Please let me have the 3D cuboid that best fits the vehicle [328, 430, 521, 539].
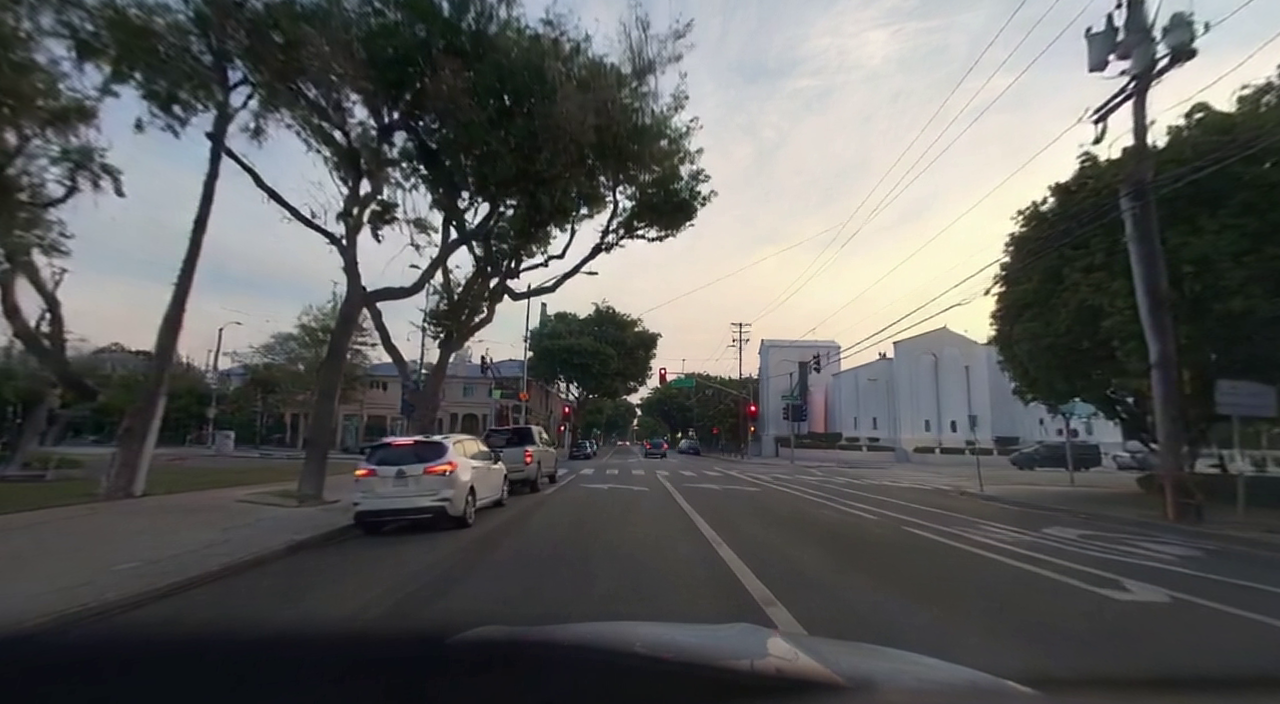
[{"bbox_3d":[-3.519,2.236,11.400,1.855,1.534,4.644,0,-8,0],"label":"vehicle"}]
